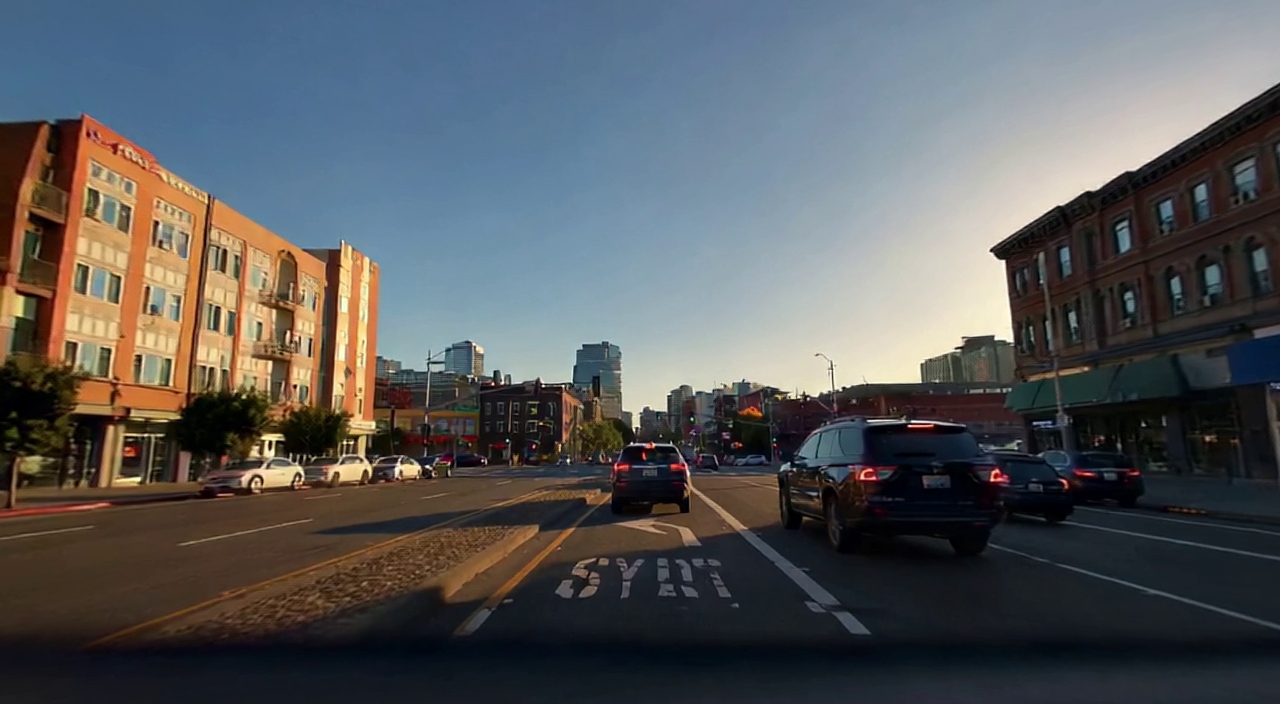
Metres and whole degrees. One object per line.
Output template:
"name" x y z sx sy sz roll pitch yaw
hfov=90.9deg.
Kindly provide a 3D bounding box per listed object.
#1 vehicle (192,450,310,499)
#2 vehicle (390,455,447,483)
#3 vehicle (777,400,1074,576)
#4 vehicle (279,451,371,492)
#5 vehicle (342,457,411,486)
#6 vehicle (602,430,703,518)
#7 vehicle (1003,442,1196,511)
"vehicle" -15.196 4.751 24.963 1.698 1.466 4.713 0 -6 0
"vehicle" -14.907 7.882 42.773 2.096 1.416 4.885 0 -5 1
"vehicle" 3.720 1.885 9.637 2.115 1.932 5.189 0 -8 0
"vehicle" -15.092 5.708 30.594 1.825 1.685 5.220 0 -8 -1
"vehicle" -14.999 6.811 36.226 1.792 1.429 5.161 0 -8 0
"vehicle" 0.290 2.968 15.920 2.157 1.863 4.665 0 -8 0
"vehicle" 14.077 3.904 19.888 2.151 1.833 5.323 -1 -11 2
